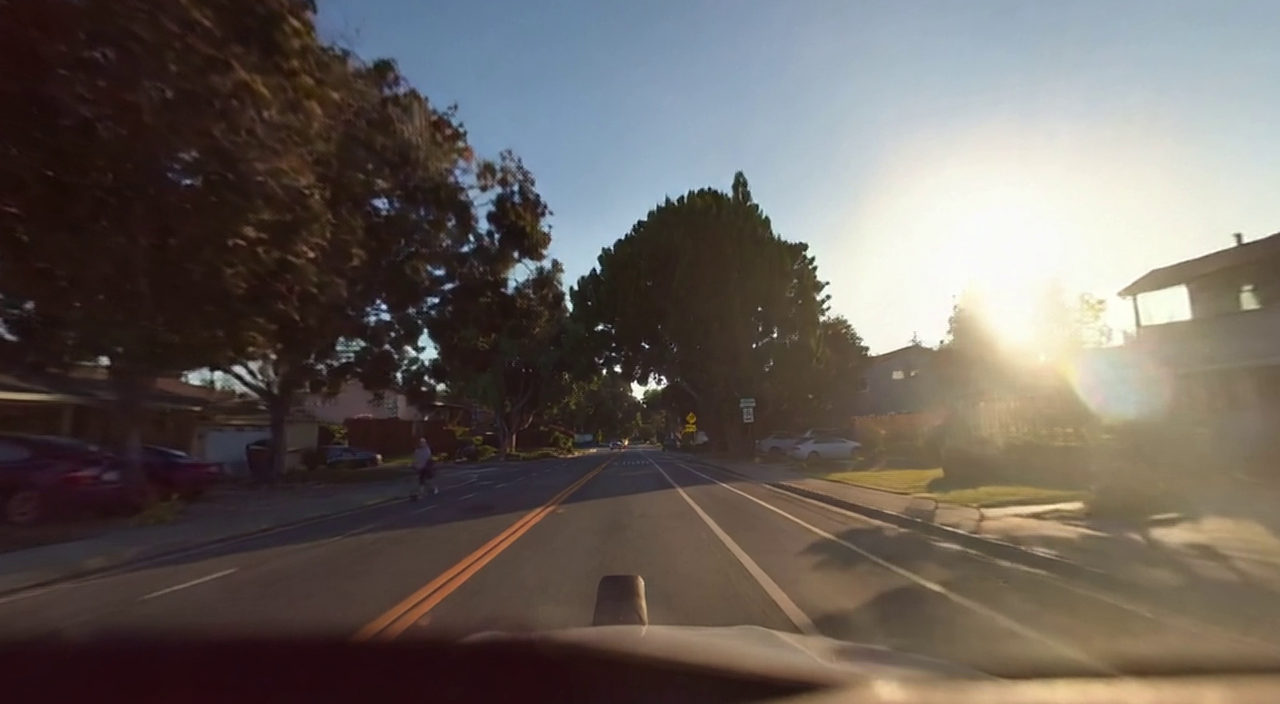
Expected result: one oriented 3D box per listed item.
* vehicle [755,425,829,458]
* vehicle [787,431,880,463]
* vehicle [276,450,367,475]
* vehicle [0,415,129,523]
[{"bbox_3d":[10.685,6.324,44.685,4.459,1.696,2.361,-7,-8,-2],"label":"vehicle"},{"bbox_3d":[10.880,5.362,35.757,4.493,1.493,1.926,-3,-8,-4],"label":"vehicle"},{"bbox_3d":[-18.976,6.600,37.780,4.440,1.445,1.919,-1,-8,5],"label":"vehicle"},{"bbox_3d":[-12.760,2.144,11.837,4.549,1.802,2.081,0,-8,2],"label":"vehicle"}]
